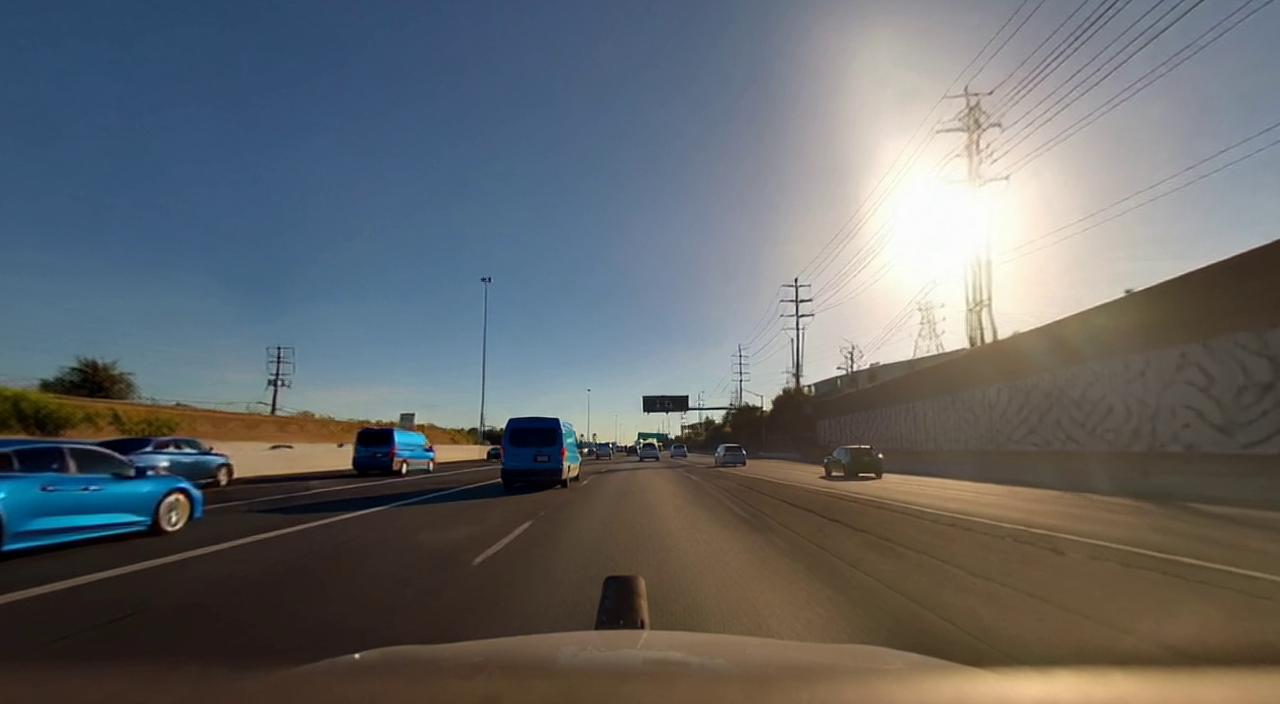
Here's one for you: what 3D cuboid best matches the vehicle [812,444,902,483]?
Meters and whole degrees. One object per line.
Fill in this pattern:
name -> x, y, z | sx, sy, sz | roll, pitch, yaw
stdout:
vehicle -> 9.007, 4.660, 26.592 | 2.052, 1.470, 4.364 | 0, -9, -3

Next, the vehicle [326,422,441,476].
vehicle -> -11.379, 4.402, 28.630 | 2.596, 2.162, 6.328 | 0, -9, 0

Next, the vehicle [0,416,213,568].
vehicle -> -7.484, 1.564, 7.281 | 1.967, 1.525, 4.458 | 0, -9, 0

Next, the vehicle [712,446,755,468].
vehicle -> 6.611, 7.500, 45.106 | 2.095, 1.504, 4.536 | 0, -9, -4

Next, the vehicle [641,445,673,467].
vehicle -> 1.173, 7.477, 45.394 | 2.084, 1.492, 4.137 | 0, -9, -1

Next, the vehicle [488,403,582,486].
vehicle -> -3.658, 3.438, 23.313 | 2.395, 2.660, 5.827 | 0, -9, 1
